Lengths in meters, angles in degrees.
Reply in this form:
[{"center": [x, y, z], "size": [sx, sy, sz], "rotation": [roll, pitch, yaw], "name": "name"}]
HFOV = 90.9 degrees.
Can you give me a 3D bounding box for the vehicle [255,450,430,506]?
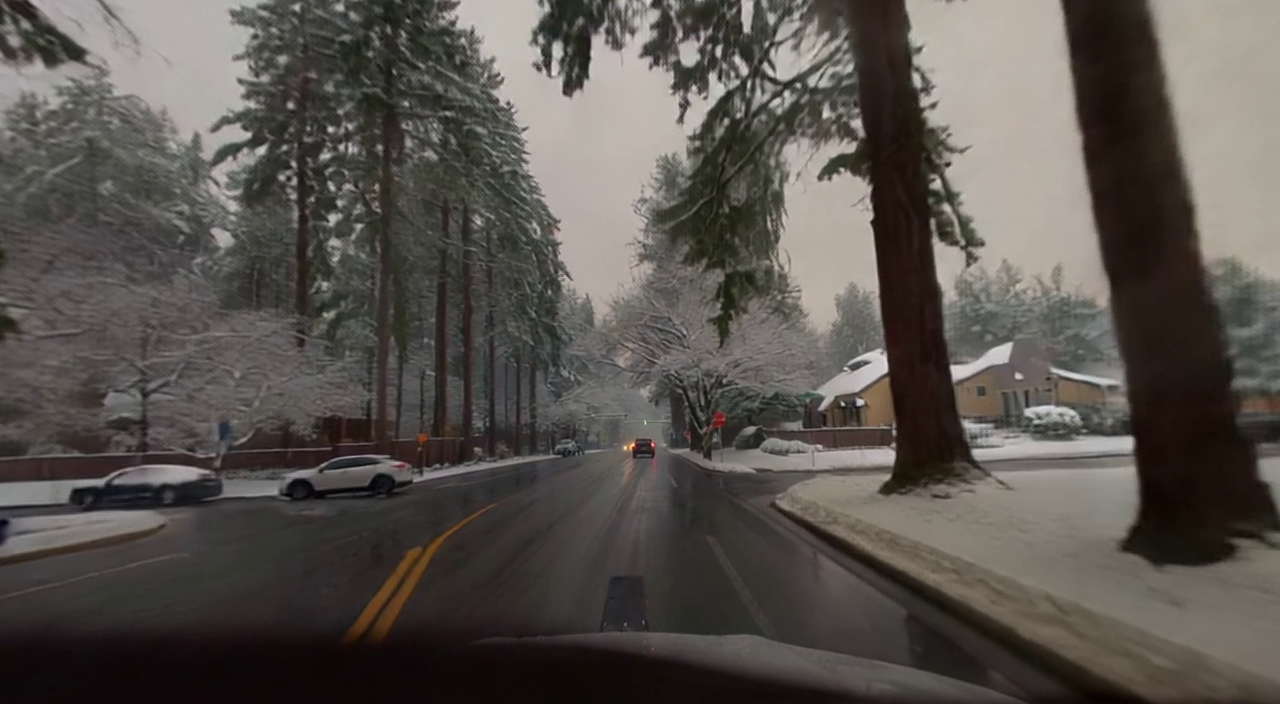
[{"center": [-9.447, 4.019, 20.342], "size": [4.594, 1.696, 1.971], "rotation": [0, -8, -1], "name": "vehicle"}]
